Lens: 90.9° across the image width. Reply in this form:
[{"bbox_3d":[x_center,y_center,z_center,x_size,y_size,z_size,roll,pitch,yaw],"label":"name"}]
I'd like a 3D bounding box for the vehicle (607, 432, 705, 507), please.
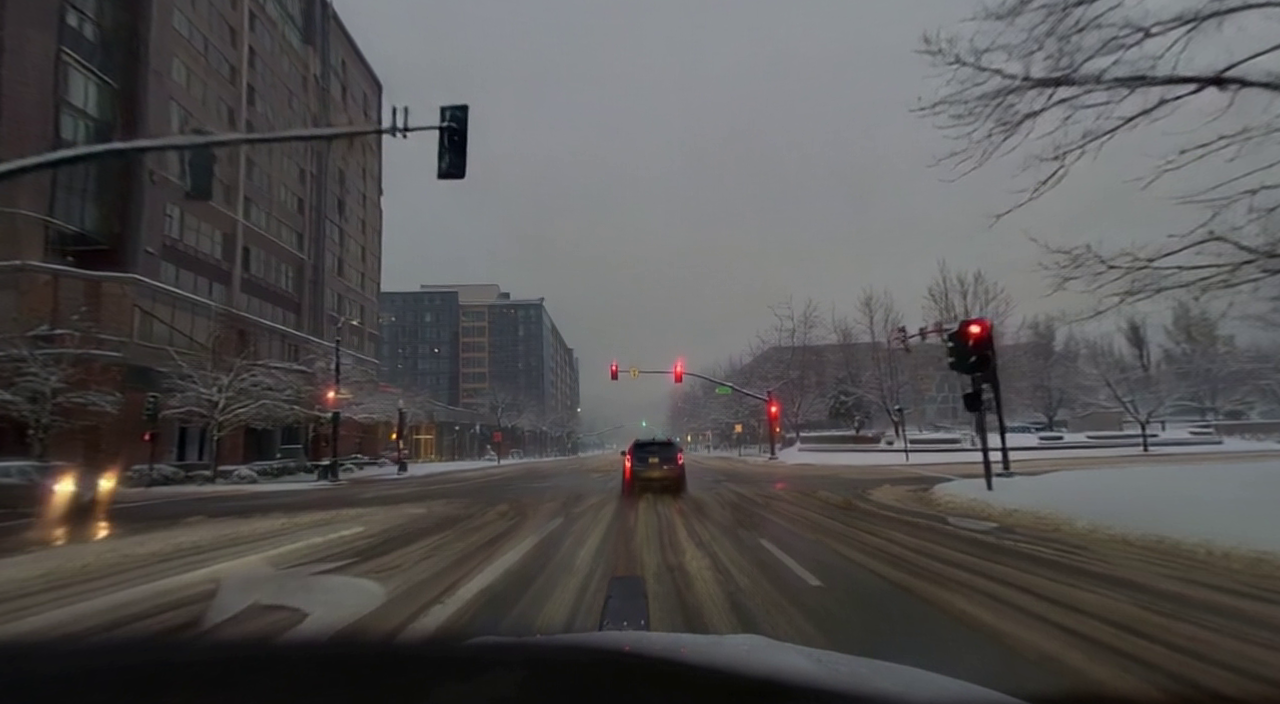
[{"bbox_3d":[0.342,2.918,16.122,2.184,1.640,4.086,0,-8,0],"label":"vehicle"}]

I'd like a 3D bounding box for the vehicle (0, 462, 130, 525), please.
[{"bbox_3d":[-16.820,3.833,17.395,4.494,1.475,1.893,-3,-9,16],"label":"vehicle"}]
